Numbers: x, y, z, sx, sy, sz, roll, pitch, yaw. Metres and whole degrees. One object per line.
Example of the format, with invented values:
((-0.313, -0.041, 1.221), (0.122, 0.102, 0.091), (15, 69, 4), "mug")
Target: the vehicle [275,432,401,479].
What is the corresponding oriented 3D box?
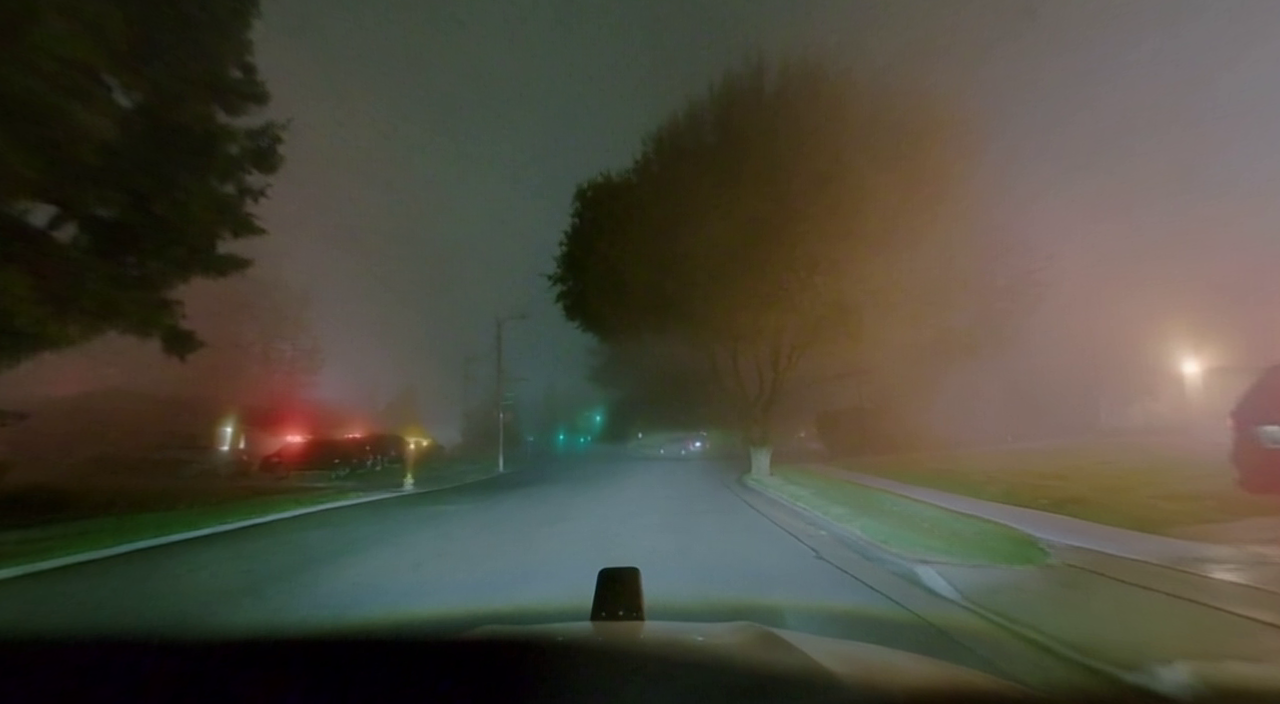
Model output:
((-14.238, 4.886, 29.889), (5.045, 1.835, 2.315), (-6, -9, 15), "vehicle")
